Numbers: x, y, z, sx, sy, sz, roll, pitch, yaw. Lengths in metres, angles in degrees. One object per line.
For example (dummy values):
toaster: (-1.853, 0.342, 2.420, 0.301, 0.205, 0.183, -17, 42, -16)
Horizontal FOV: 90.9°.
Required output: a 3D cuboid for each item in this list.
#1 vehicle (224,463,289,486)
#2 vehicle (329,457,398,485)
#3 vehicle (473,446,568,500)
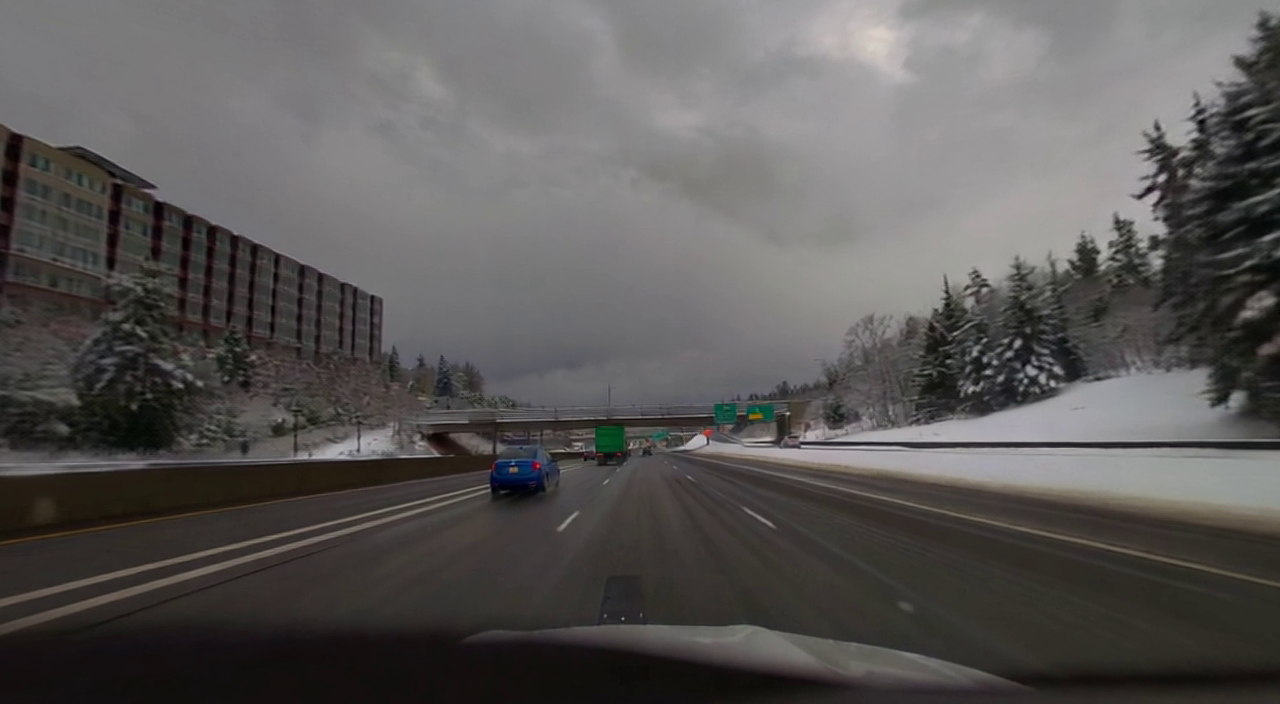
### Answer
vehicle: (-27.917, 8.900, 46.096, 1.807, 1.465, 4.595, 0, -9, 1)
vehicle: (-15.868, 6.830, 36.490, 1.874, 1.450, 4.686, 0, -9, 0)
vehicle: (-3.596, 3.731, 19.824, 2.039, 1.478, 4.483, 0, -9, 1)
